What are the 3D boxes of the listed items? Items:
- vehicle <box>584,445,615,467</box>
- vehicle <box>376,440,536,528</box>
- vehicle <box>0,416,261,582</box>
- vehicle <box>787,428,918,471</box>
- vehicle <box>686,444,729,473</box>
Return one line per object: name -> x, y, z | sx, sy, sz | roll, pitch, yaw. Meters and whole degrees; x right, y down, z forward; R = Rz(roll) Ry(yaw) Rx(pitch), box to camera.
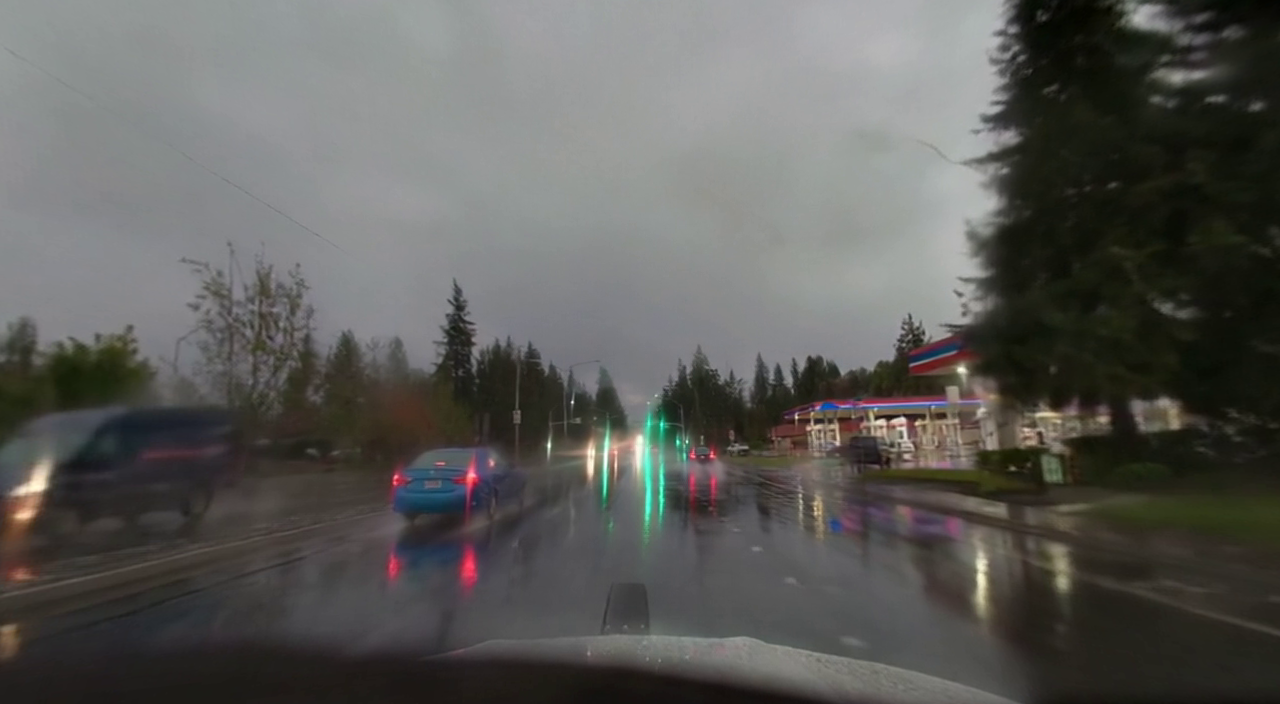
vehicle -> -2.872, 7.446, 45.388 | 1.841, 1.474, 4.038 | 0, -8, 2
vehicle -> -3.469, 2.546, 12.855 | 1.803, 1.463, 4.422 | 0, -8, 2
vehicle -> -8.711, 2.079, 9.805 | 2.370, 1.909, 5.431 | 0, -8, -2
vehicle -> 10.915, 5.046, 32.792 | 5.931, 1.872, 2.264 | -3, -8, 3
vehicle -> 3.591, 5.709, 34.093 | 1.883, 1.465, 3.975 | 0, -8, 0
